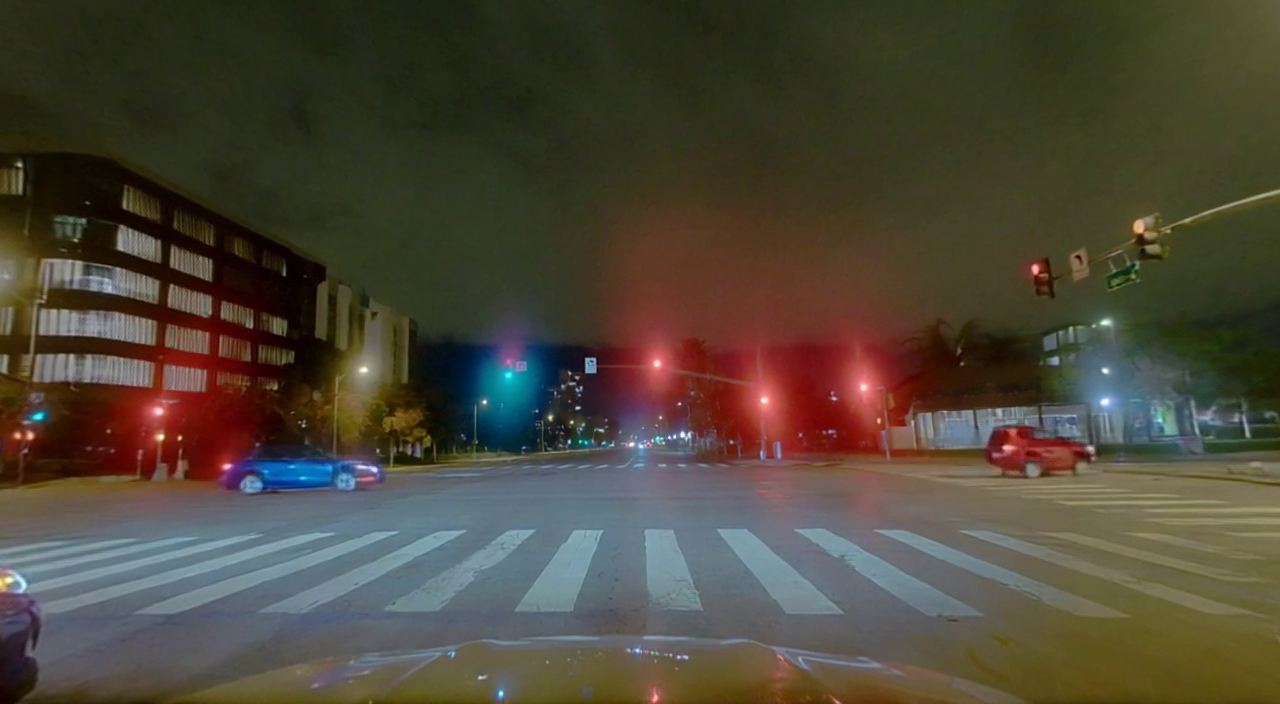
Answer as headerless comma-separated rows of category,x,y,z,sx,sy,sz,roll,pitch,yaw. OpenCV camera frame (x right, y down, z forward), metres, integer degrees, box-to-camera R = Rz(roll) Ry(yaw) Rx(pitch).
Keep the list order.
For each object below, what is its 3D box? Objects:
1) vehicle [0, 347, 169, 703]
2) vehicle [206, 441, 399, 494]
vehicle,-3.637,0.618,1.059,2.109,1.692,4.587,0,-8,0
vehicle,-9.765,3.364,18.462,4.551,1.454,1.941,0,-8,2
